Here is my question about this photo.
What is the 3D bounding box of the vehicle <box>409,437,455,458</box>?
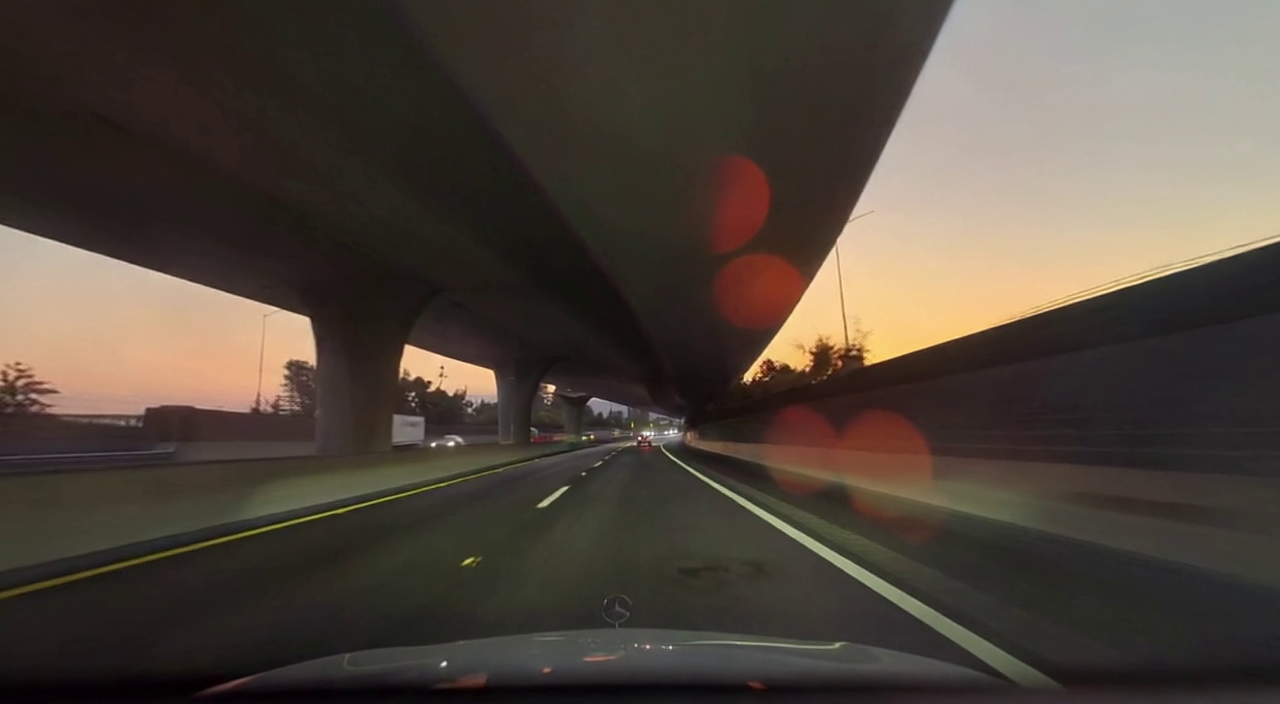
[{"bbox_3d":[-15.833,7.294,48.174,1.892,1.494,4.593,0,-7,1],"label":"vehicle"}]
